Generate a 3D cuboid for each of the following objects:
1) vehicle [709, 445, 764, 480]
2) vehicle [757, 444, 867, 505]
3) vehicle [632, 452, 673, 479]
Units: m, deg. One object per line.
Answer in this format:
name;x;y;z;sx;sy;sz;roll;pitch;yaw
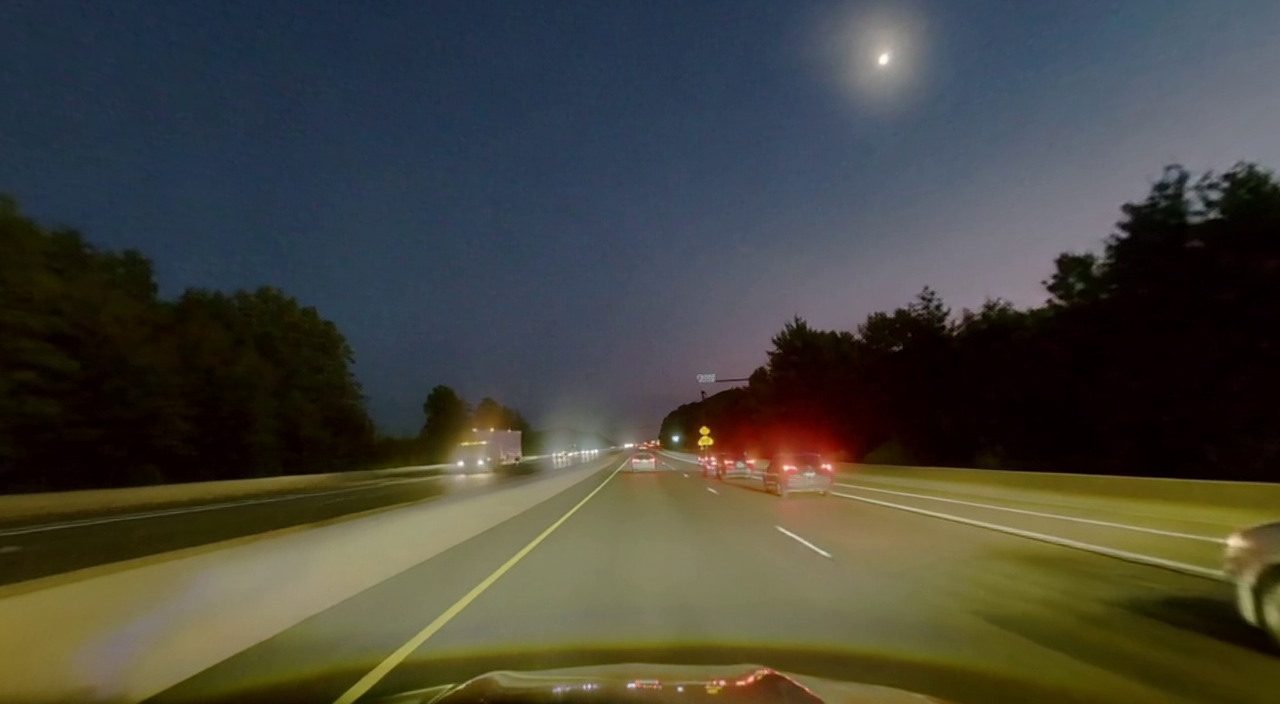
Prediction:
vehicle;4.709;5.477;31.469;1.969;1.639;4.472;0;-9;-1
vehicle;4.658;3.373;17.688;1.952;1.495;3.740;0;-9;-1
vehicle;0.613;5.953;33.300;2.012;1.320;3.777;0;-9;0
